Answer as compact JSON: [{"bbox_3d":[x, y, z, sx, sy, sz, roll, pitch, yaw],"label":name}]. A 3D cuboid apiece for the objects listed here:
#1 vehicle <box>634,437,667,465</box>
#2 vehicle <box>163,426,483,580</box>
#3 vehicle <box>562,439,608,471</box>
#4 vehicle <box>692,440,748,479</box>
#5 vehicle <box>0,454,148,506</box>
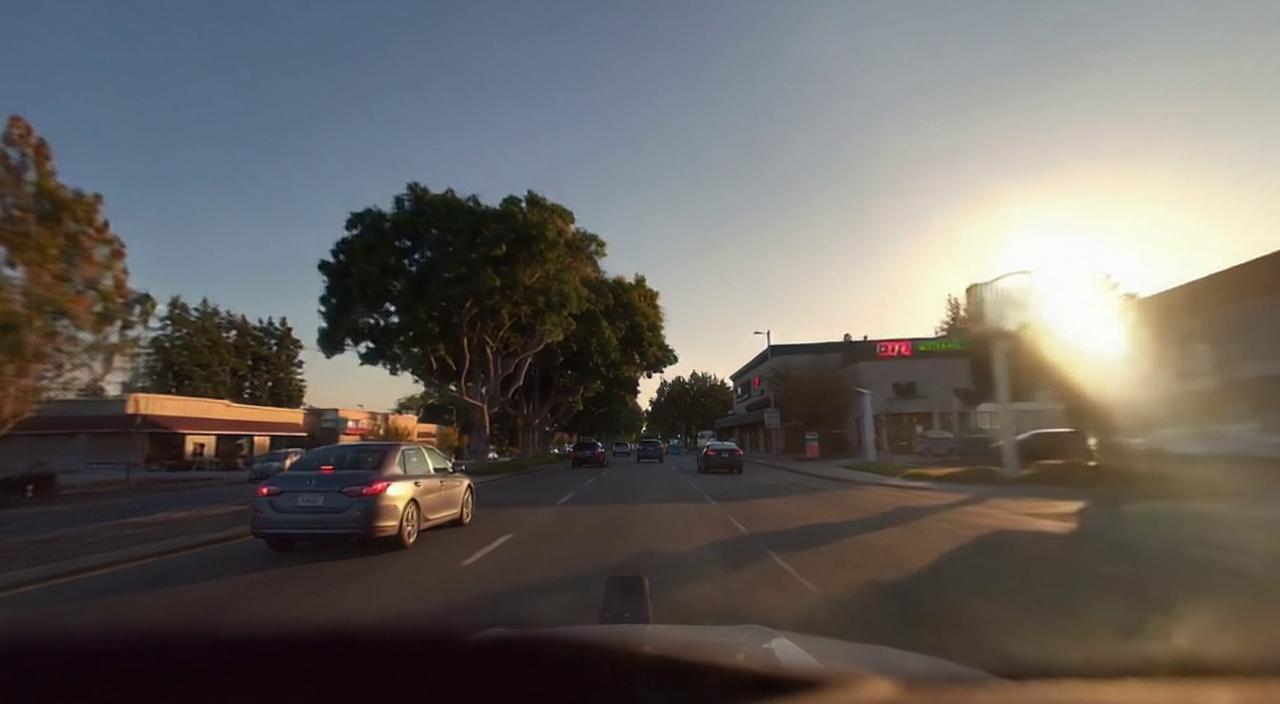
[{"bbox_3d":[0.745,6.954,44.175,2.193,1.873,4.033,0,-9,1],"label":"vehicle"},{"bbox_3d":[-3.647,1.813,8.387,1.908,1.481,4.351,0,-9,1],"label":"vehicle"},{"bbox_3d":[-2.971,5.677,34.808,2.026,1.665,4.193,0,-9,2],"label":"vehicle"},{"bbox_3d":[3.467,4.738,27.920,1.922,1.579,3.642,0,-9,-2],"label":"vehicle"},{"bbox_3d":[-22.661,5.084,25.456,1.946,1.581,4.573,-4,-7,0],"label":"vehicle"}]
